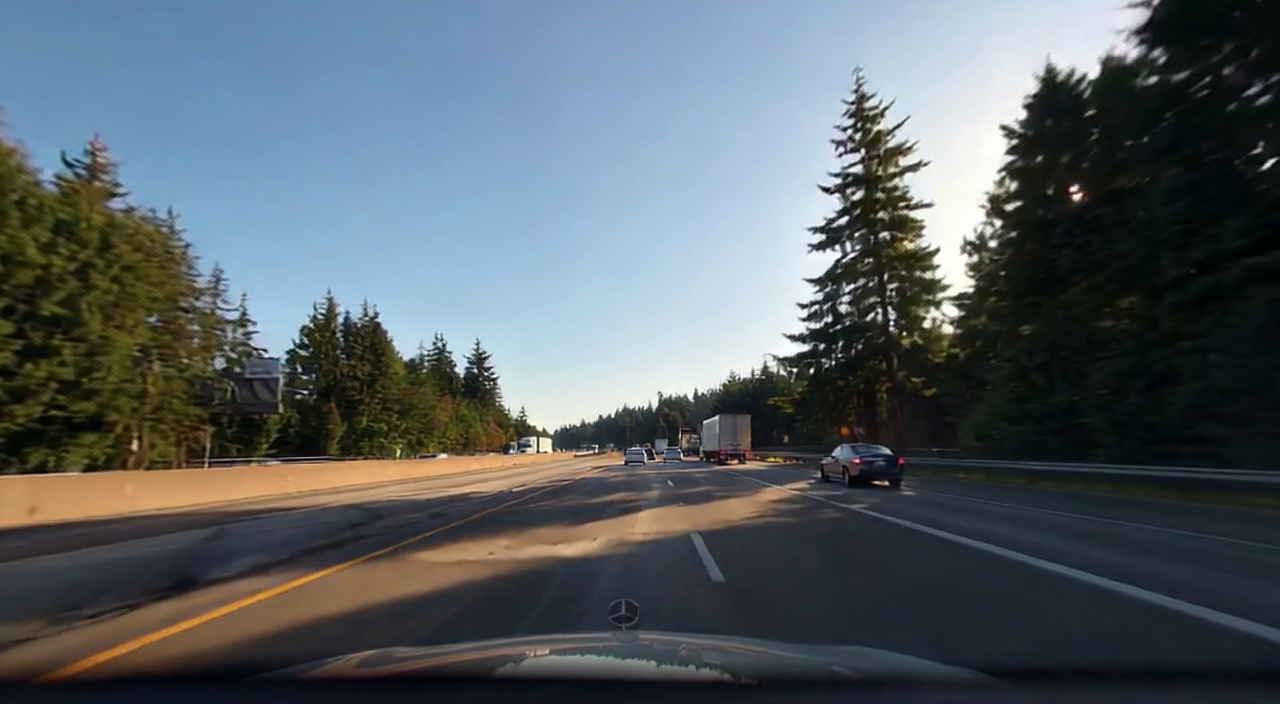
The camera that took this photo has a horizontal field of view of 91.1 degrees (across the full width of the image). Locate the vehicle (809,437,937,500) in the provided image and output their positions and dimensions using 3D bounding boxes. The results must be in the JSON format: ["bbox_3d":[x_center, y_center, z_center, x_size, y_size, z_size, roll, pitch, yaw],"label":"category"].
[{"bbox_3d":[6.755,3.422,18.872,2.011,1.638,4.737,0,-9,0],"label":"vehicle"}]

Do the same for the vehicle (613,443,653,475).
[{"bbox_3d":[-0.344,6.113,36.165,2.114,1.706,4.106,0,-9,1],"label":"vehicle"}]
